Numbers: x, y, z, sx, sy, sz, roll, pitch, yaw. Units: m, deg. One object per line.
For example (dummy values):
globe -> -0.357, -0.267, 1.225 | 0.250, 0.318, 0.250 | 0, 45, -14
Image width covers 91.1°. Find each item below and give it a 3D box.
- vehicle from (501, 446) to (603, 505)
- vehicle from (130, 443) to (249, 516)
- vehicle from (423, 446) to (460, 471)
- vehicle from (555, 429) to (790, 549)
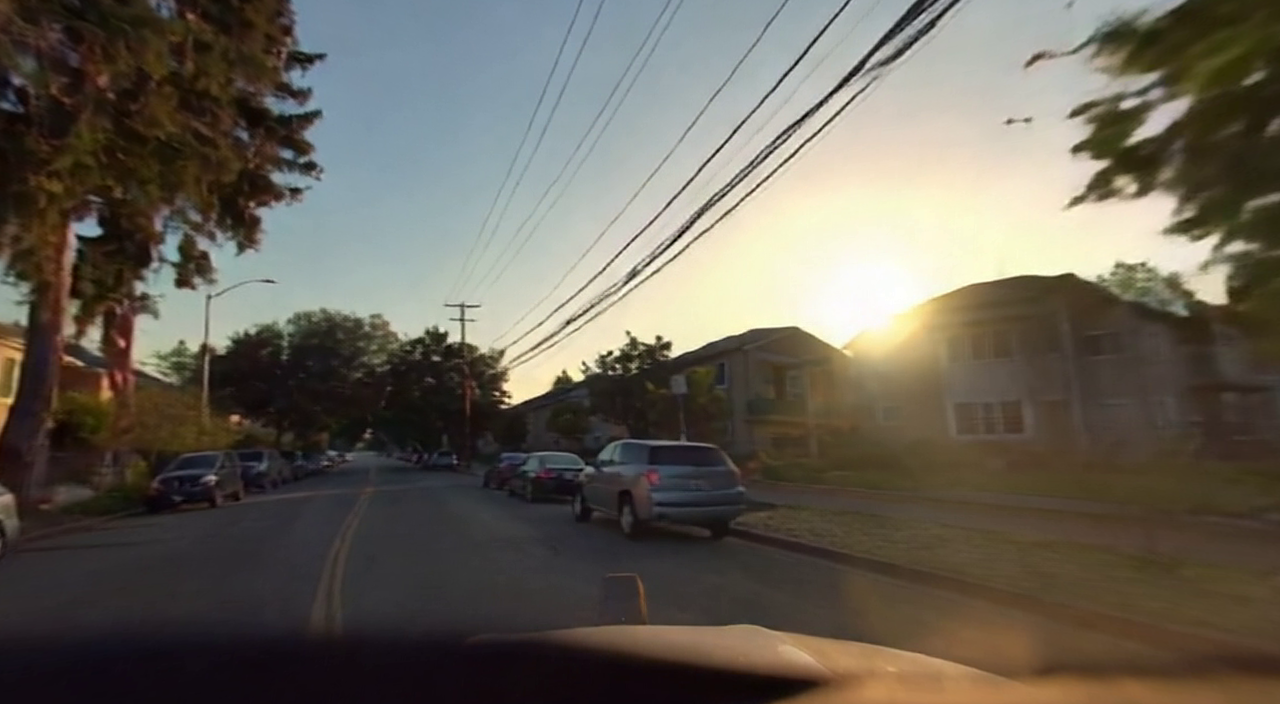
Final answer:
vehicle -> -2.784, 3.579, 18.813 | 1.868, 1.494, 4.652 | 3, -9, -22
vehicle -> -14.434, 4.008, 20.465 | 2.056, 1.876, 4.824 | 1, -7, -22
vehicle -> -15.517, 8.347, 48.962 | 2.328, 1.730, 4.225 | 3, -12, -22
vehicle -> 0.246, 2.317, 11.489 | 2.272, 1.626, 5.170 | 5, -9, -22
